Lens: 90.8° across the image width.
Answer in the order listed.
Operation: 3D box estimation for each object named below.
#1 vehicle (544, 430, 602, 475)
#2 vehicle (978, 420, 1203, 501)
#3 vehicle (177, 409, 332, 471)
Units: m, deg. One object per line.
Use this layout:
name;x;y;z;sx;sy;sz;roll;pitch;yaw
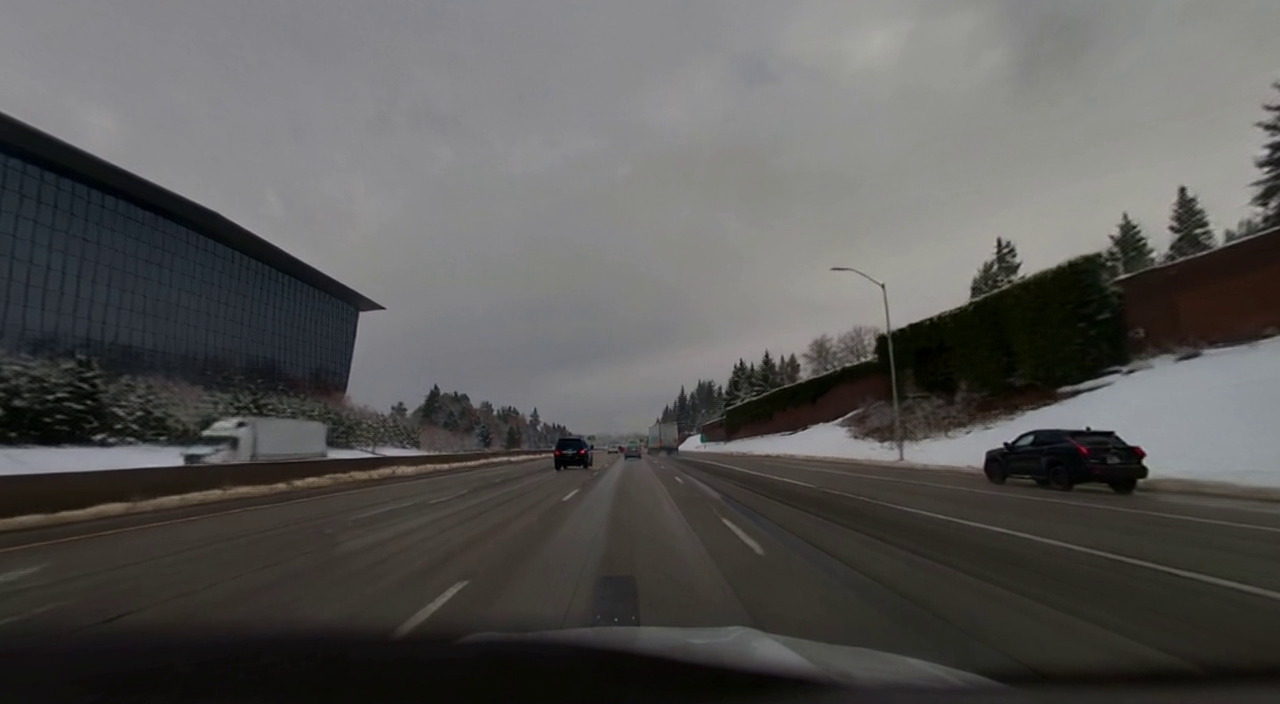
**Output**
vehicle;-3.243;5.074;31.896;2.284;2.022;5.752;0;-9;0
vehicle;11.441;2.826;16.688;2.089;1.787;5.080;0;-9;-1
vehicle;-26.907;6.399;45.444;3.000;3.767;13.120;0;-9;0
